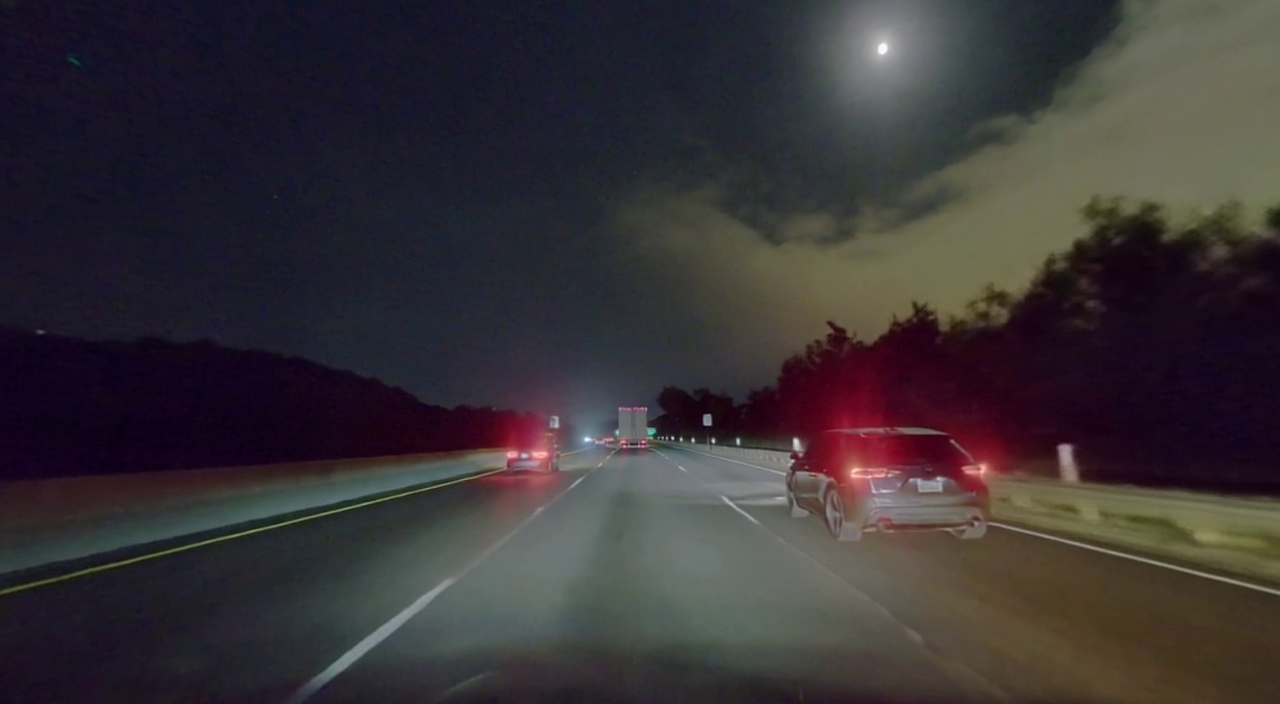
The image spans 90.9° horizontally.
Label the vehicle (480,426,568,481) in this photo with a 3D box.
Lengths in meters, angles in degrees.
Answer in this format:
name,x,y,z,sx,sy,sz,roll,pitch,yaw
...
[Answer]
name,x,y,z,sx,sy,sz,roll,pitch,yaw
vehicle,-3.793,3.413,21.552,2.123,1.655,4.688,0,-8,0
